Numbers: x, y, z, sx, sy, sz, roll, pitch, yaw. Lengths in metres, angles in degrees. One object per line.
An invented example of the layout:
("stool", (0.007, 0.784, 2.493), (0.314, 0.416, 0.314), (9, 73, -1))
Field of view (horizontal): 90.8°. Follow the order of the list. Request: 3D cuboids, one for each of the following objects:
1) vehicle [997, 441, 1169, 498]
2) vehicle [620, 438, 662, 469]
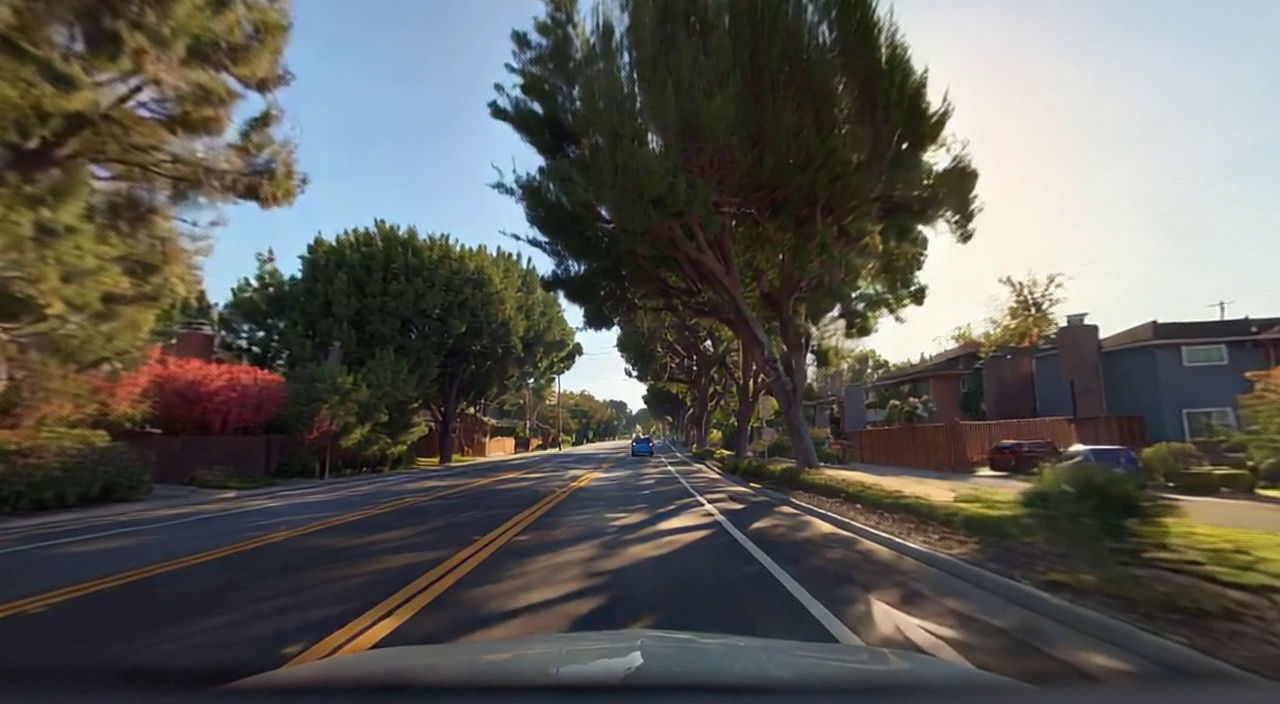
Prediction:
("vehicle", (13.236, 3.516, 19.289), (1.766, 1.463, 4.445), (3, -9, -5))
("vehicle", (-0.007, 5.263, 32.906), (2.067, 1.486, 3.861), (0, -9, -1))
